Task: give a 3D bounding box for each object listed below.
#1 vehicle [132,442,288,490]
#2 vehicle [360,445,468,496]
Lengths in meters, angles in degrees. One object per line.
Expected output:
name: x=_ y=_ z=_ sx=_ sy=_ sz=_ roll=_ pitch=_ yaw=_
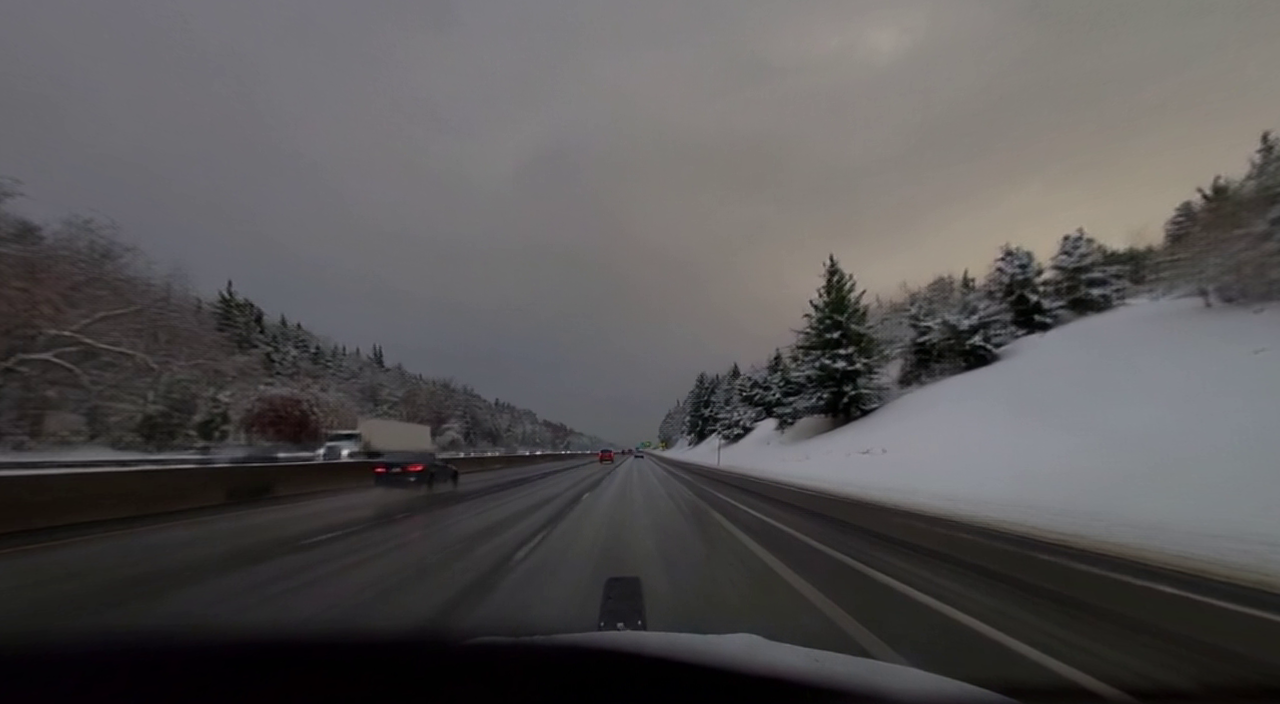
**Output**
vehicle: x=-14.921 y=3.973 z=22.305 sx=2.236 sy=1.495 sz=4.689 roll=0 pitch=-9 yaw=0
vehicle: x=-7.255 y=3.828 z=20.731 sx=1.966 sy=1.476 sz=4.240 roll=0 pitch=-9 yaw=0
